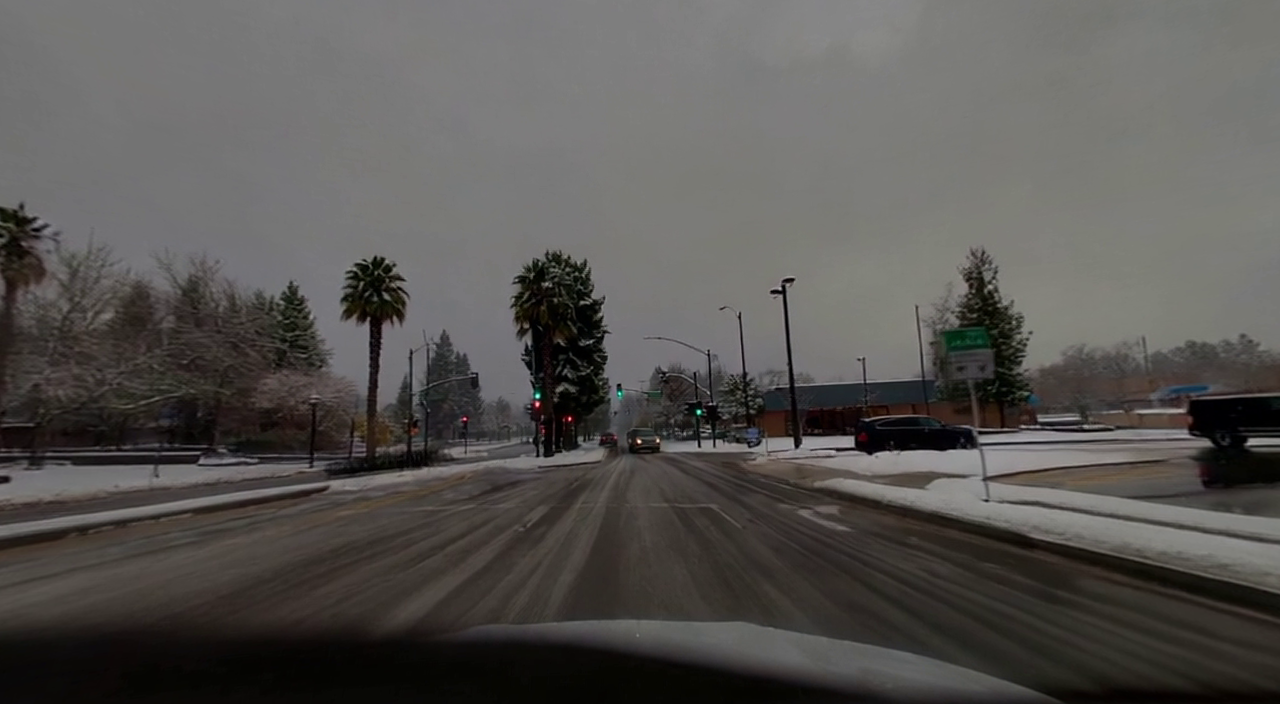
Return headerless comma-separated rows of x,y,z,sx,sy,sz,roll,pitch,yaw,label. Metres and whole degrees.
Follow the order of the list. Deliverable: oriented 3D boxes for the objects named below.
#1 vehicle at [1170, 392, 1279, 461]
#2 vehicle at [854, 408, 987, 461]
17.690,2.074,17.387,4.389,1.803,1.849,0,-8,2,vehicle
12.484,3.679,27.920,6.059,2.082,2.703,7,-11,-37,vehicle
